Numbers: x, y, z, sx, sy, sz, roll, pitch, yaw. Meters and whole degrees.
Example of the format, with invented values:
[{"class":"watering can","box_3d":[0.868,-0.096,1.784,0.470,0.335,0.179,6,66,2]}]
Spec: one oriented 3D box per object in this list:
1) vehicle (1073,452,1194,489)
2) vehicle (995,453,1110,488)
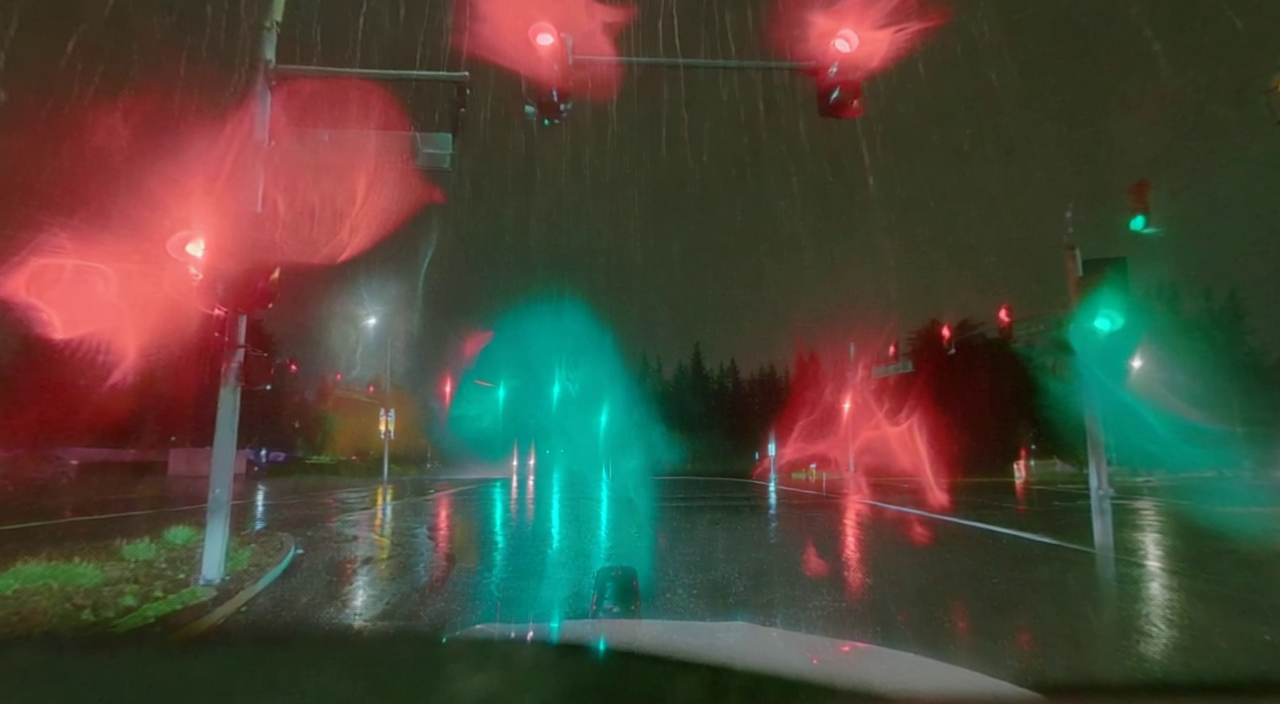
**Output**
[{"class":"vehicle","box_3d":[22.722,5.470,29.085,3.998,1.590,1.936,1,-12,-6]},{"class":"vehicle","box_3d":[21.219,6.135,32.489,4.455,1.647,2.124,1,-12,-6]}]
